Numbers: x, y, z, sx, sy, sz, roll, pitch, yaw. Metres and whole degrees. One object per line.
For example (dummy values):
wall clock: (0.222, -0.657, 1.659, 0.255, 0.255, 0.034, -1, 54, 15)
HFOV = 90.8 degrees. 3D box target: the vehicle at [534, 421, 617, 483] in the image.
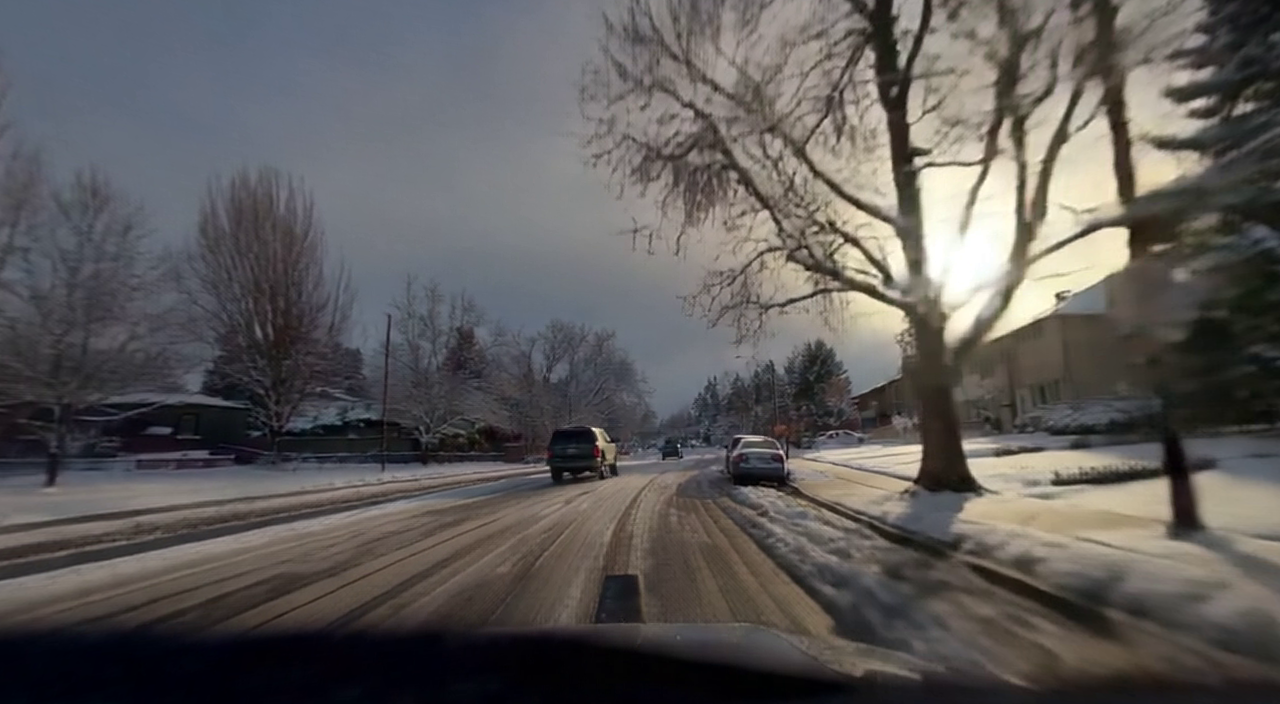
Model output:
vehicle: (-2.328, 3.828, 24.412, 2.085, 2.084, 5.133, -1, -8, 7)

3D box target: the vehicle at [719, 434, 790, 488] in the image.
vehicle: (3.833, 3.730, 21.933, 2.040, 1.643, 4.446, -1, -8, 6)

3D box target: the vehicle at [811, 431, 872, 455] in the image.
vehicle: (15.719, 7.150, 49.593, 4.249, 1.550, 1.843, -4, -8, 10)
